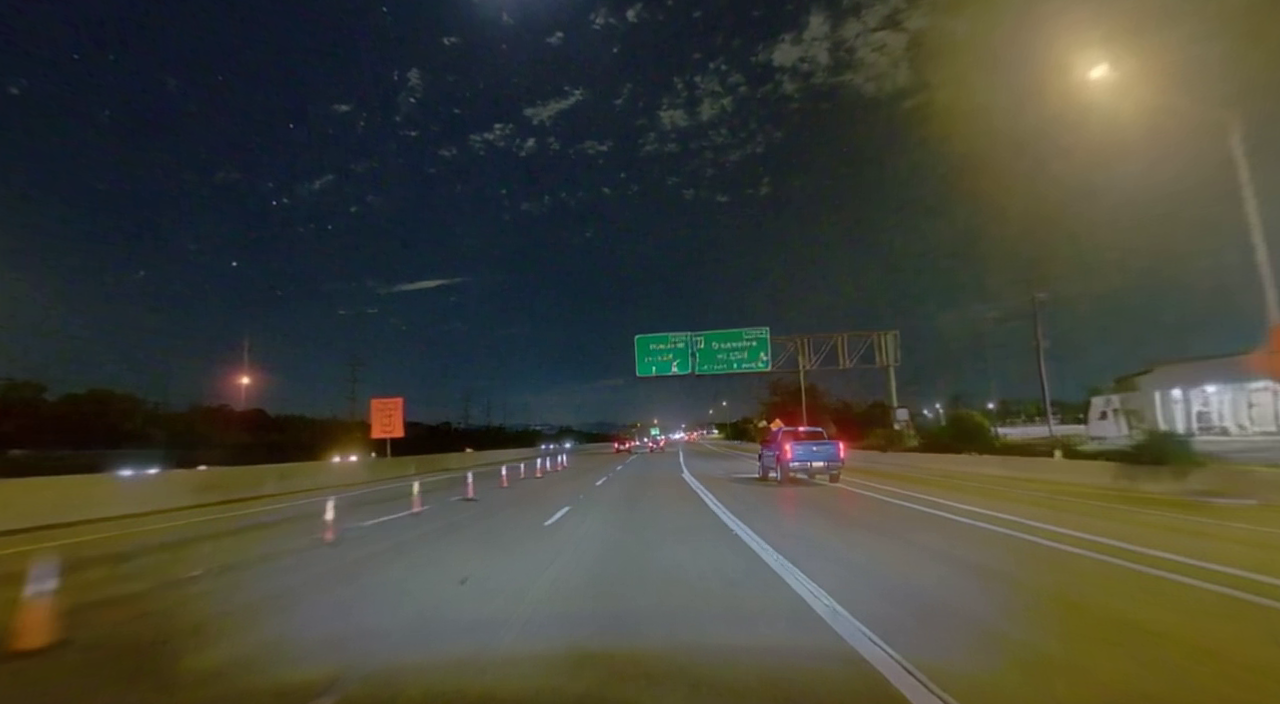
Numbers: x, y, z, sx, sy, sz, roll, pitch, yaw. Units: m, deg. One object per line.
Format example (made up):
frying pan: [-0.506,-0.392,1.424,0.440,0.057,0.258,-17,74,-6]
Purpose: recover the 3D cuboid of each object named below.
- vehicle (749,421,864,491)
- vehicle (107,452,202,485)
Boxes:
vehicle: [4.887,3.146,19.450,2.186,1.840,5.289,0,-8,1]
vehicle: [-27.182,6.520,35.493,1.868,1.682,4.276,0,-8,1]
